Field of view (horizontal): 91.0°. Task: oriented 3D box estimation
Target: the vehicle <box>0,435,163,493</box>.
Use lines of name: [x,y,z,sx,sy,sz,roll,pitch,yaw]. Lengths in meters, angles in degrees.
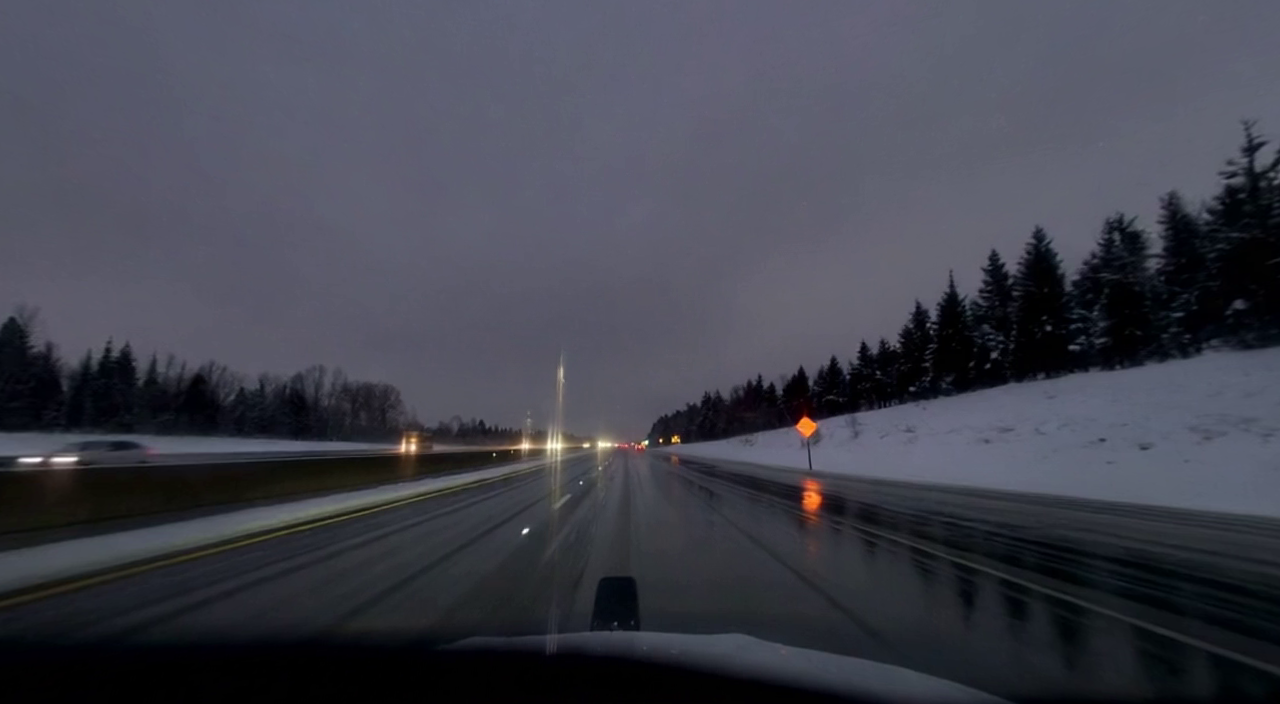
vehicle: [-16.898,3.225,18.577,1.978,1.483,4.662,0,-8,0]
